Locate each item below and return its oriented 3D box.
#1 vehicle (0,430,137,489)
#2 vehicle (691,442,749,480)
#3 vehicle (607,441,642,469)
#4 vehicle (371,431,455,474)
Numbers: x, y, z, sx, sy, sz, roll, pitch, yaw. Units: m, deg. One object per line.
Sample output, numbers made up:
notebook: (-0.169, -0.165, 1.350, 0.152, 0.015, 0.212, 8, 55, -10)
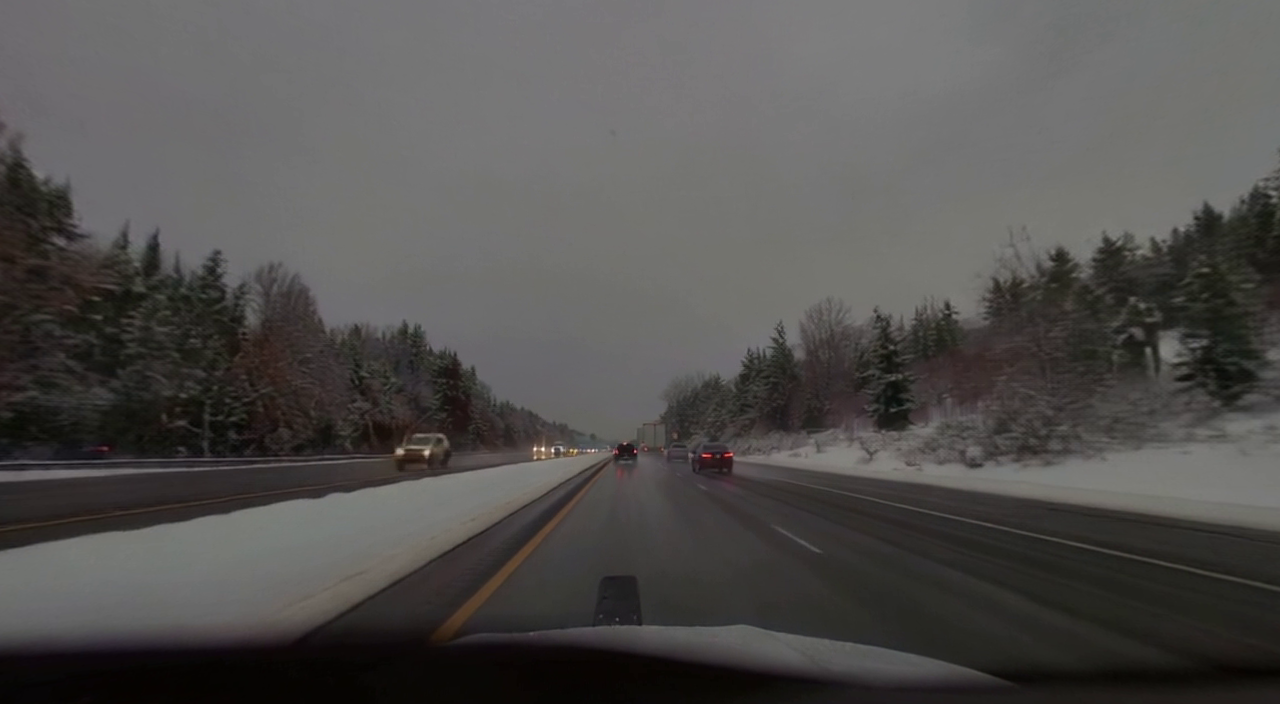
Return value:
vehicle: (-45.835, 7.935, 46.687, 2.957, 4.004, 18.233, 0, -8, -4)
vehicle: (3.451, 4.772, 27.780, 1.968, 1.513, 3.911, 0, -9, -1)
vehicle: (-1.057, 6.728, 41.167, 2.151, 1.693, 4.201, 0, -9, -2)
vehicle: (-9.069, 4.056, 25.442, 1.934, 1.550, 4.072, -1, -9, -1)
